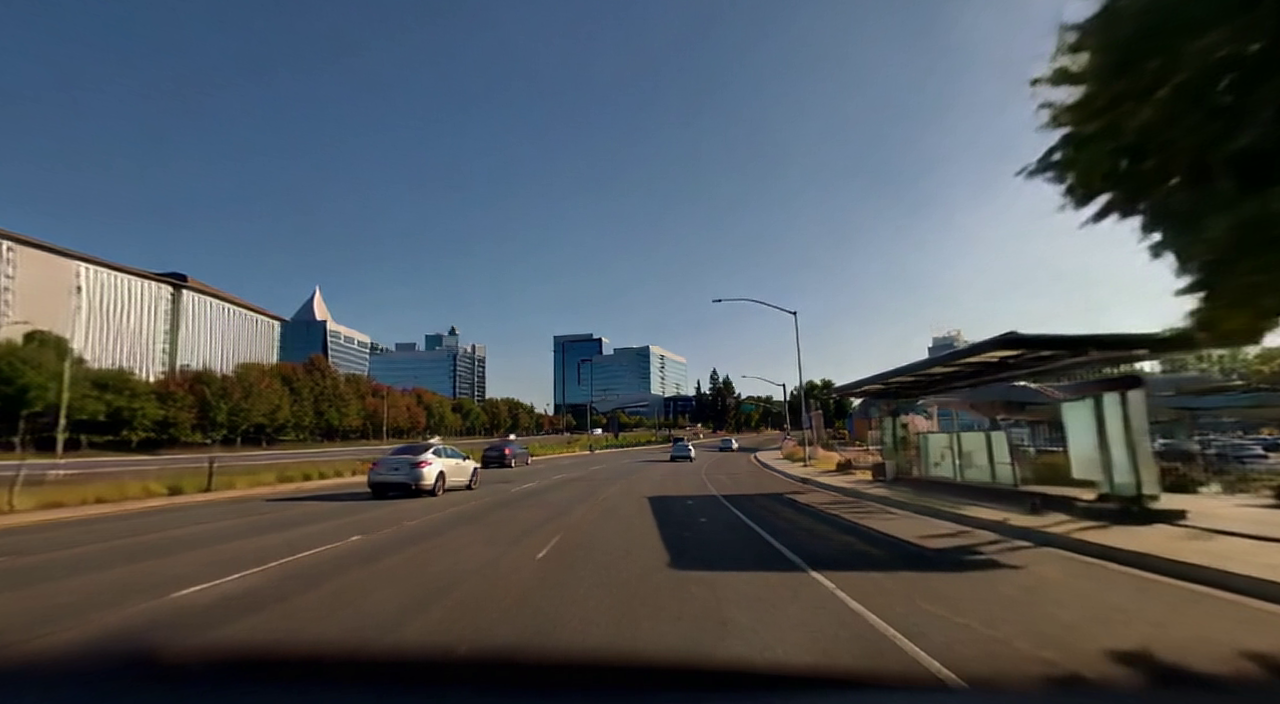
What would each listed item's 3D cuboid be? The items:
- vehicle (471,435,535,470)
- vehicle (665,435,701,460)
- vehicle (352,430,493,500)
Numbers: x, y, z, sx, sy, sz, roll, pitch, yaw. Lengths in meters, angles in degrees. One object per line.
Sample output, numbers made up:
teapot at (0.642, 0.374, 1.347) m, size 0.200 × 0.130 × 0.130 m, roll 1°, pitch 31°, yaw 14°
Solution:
vehicle at (-7.434, 5.508, 34.808) m, size 2.097 × 1.782 × 4.682 m, roll -1°, pitch -8°, yaw 6°
vehicle at (3.359, 7.405, 48.847) m, size 2.345 × 1.803 × 4.261 m, roll -1°, pitch -8°, yaw 9°
vehicle at (-5.990, 3.151, 18.085) m, size 2.181 × 1.728 × 4.515 m, roll -1°, pitch -8°, yaw 4°
